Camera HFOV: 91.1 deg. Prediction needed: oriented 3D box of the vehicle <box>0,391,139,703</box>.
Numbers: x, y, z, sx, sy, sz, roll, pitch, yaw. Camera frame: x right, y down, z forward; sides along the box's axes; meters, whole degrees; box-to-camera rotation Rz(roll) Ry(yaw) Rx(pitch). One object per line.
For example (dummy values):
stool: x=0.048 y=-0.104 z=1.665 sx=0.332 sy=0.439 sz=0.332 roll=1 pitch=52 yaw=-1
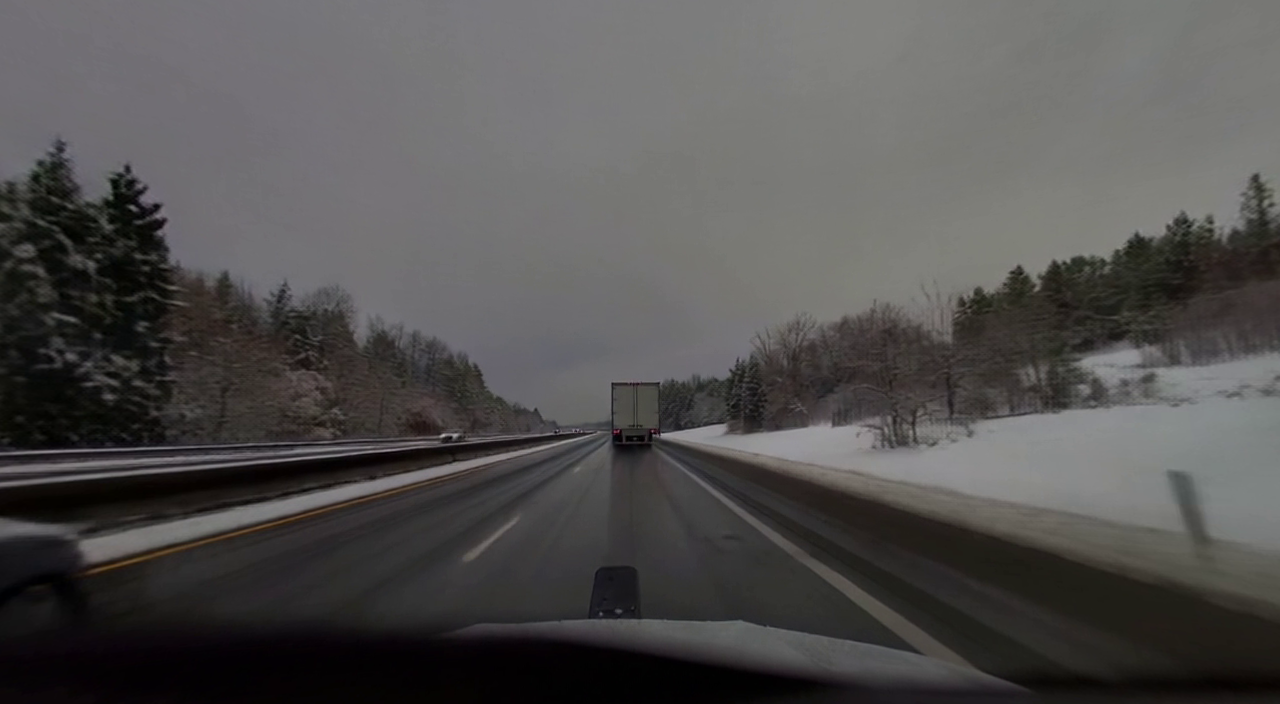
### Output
vehicle: x=-3.572 y=0.704 z=0.901 sx=2.217 sy=1.495 sz=4.245 roll=0 pitch=-8 yaw=0

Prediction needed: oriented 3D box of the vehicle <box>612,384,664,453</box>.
vehicle: x=-0.293 y=4.663 z=42.617 sx=3.013 sy=4.016 sz=11.496 roll=0 pitch=-8 yaw=-2
